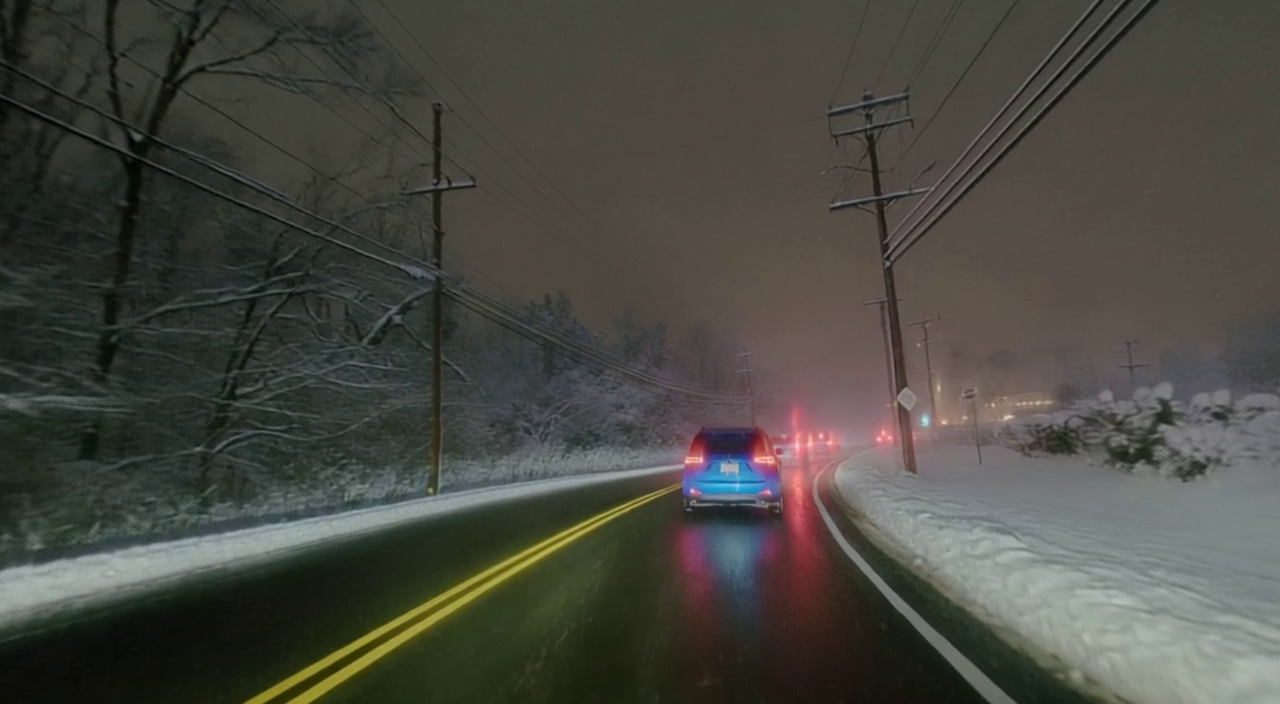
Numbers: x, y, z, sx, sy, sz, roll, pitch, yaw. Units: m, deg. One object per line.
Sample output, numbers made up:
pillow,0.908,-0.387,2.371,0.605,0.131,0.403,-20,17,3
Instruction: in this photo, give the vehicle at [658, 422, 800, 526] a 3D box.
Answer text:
vehicle,1.868,2.198,11.928,2.157,1.565,4.243,-2,-9,15
